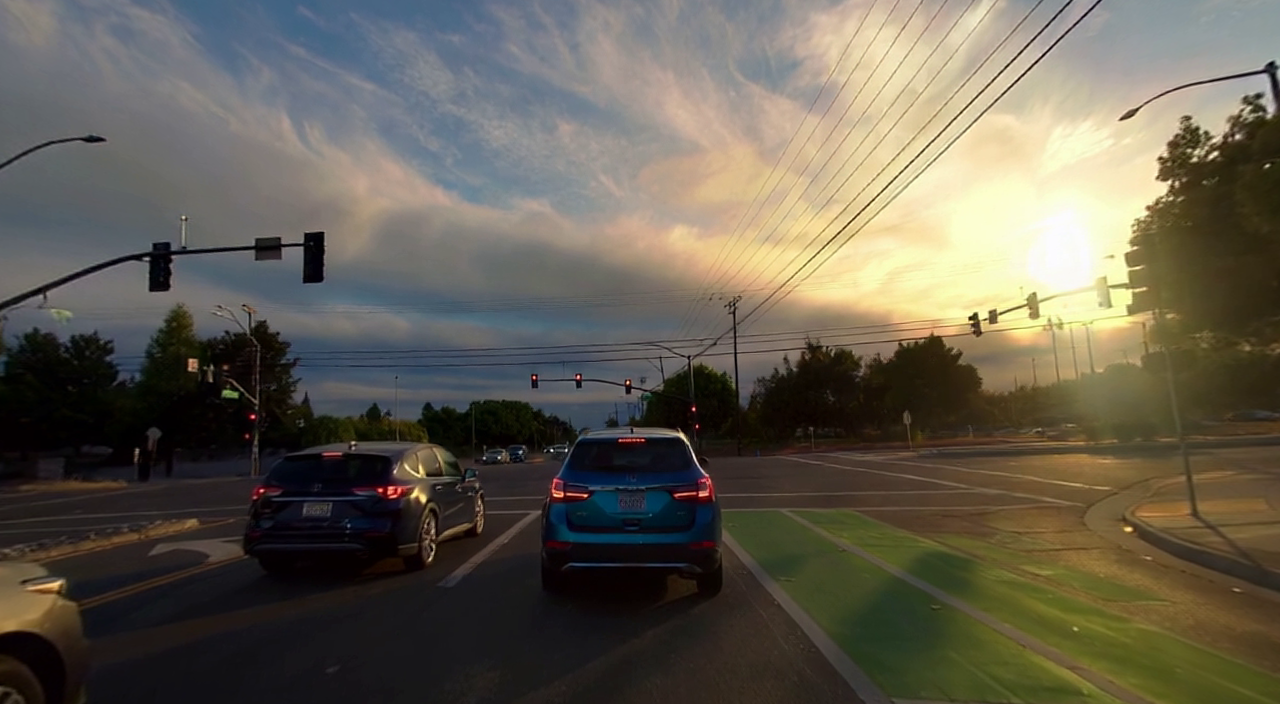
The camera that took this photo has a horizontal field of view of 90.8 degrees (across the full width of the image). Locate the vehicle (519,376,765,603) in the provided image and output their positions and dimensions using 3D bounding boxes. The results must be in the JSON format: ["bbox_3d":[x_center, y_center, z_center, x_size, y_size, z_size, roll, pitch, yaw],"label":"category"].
[{"bbox_3d":[-0.020,1.566,7.936,2.036,1.885,5.196,0,-9,-1],"label":"vehicle"}]

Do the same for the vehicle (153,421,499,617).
[{"bbox_3d":[-2.902,1.622,6.932,1.726,1.506,3.840,0,-9,1],"label":"vehicle"}]

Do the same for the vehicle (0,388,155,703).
[{"bbox_3d":[-3.469,0.620,0.403,2.138,1.488,5.327,0,-8,0],"label":"vehicle"}]
